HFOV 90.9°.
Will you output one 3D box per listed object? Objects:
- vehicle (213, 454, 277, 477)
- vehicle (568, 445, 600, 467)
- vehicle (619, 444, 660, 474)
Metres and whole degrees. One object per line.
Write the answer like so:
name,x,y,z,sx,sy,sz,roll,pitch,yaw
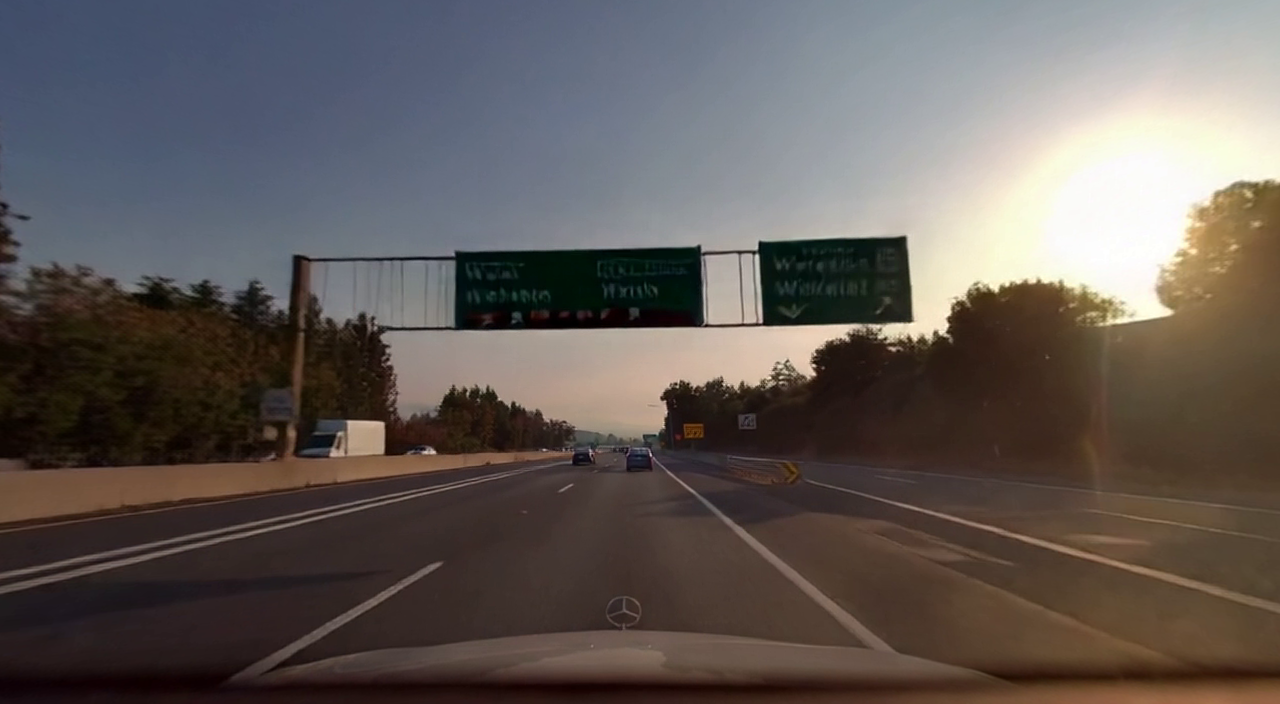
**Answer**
vehicle,-27.845,7.981,44.578,1.904,1.509,4.165,0,-9,-2
vehicle,-3.988,7.486,45.547,1.877,1.504,3.799,0,-9,1
vehicle,-0.043,5.473,32.369,2.002,1.449,3.612,0,-9,-1
